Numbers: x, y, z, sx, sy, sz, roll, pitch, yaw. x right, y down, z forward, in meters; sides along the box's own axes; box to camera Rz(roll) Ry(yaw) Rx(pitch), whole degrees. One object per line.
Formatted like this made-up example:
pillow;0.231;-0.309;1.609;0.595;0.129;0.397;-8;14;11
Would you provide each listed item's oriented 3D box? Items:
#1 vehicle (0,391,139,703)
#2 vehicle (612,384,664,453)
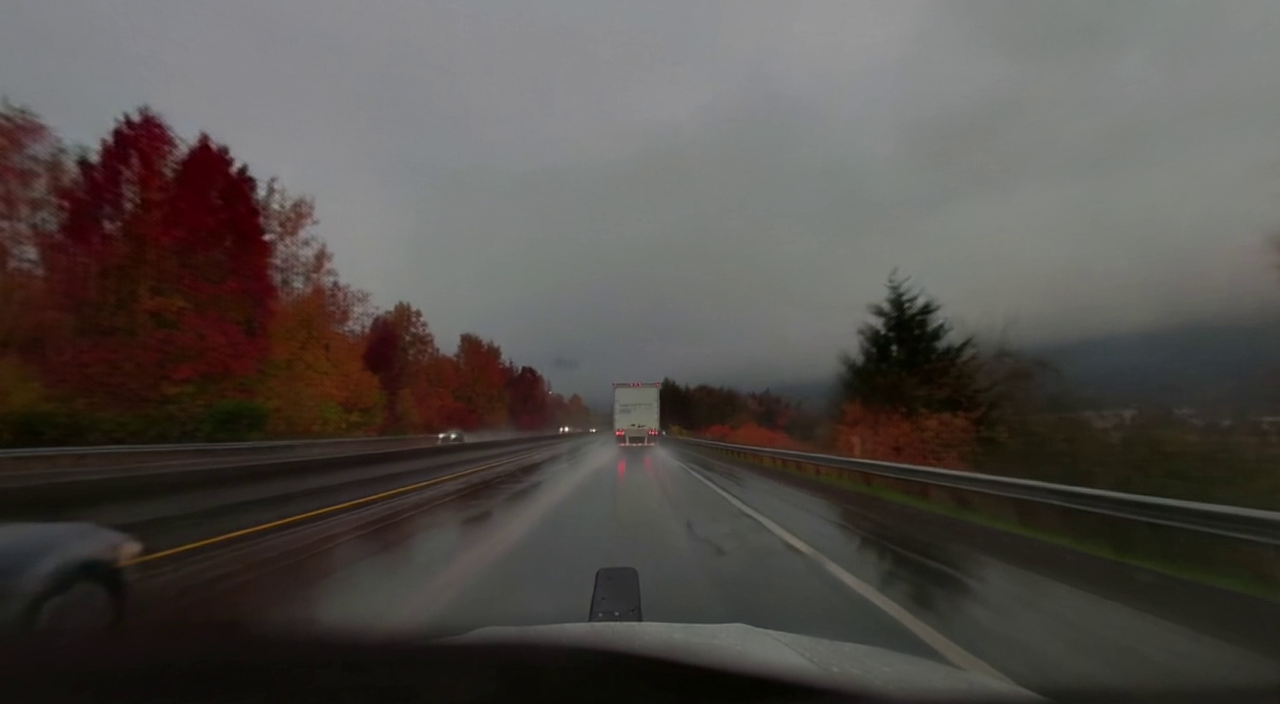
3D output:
vehicle;-3.572;0.704;0.901;2.217;1.495;4.245;0;-8;0
vehicle;-0.293;4.663;42.617;3.013;4.016;11.496;0;-8;-2
